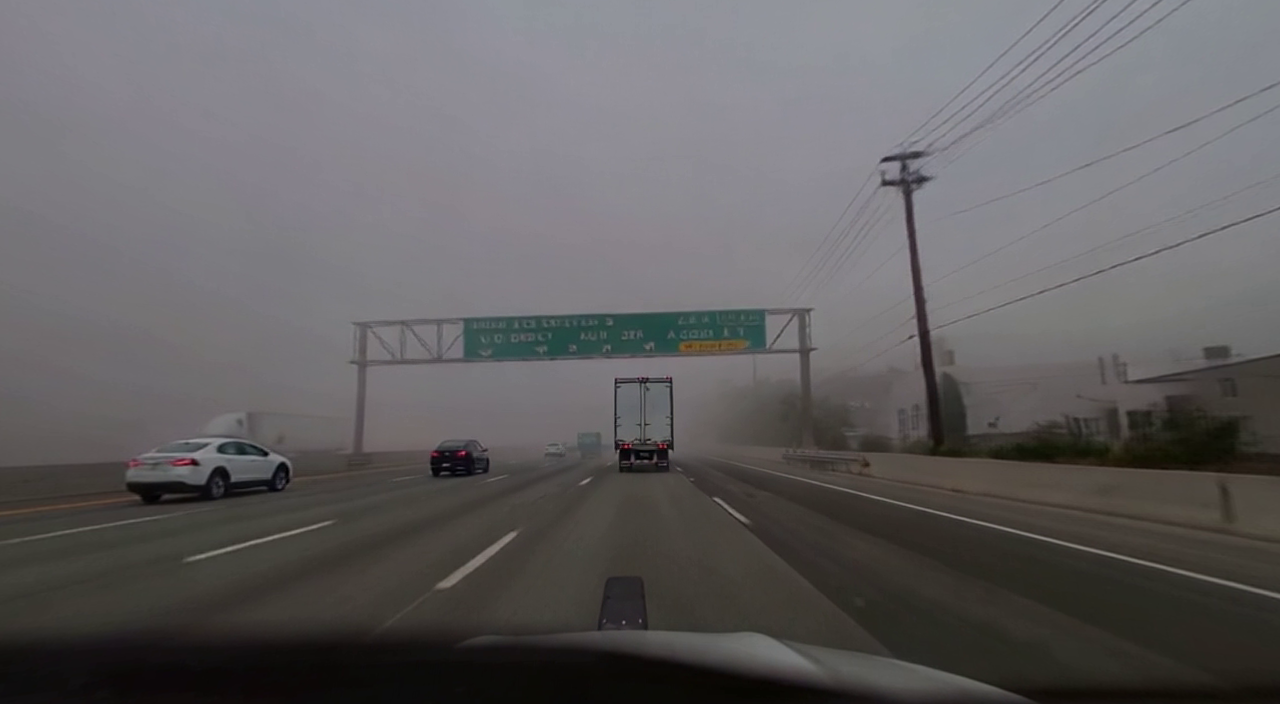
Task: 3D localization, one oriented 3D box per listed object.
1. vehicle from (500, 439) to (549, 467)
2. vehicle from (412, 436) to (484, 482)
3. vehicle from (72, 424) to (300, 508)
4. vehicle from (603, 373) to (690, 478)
[{"bbox_3d":[-6.567,5.807,36.348,1.933,1.459,4.478,0,-9,0],"label":"vehicle"},{"bbox_3d":[-7.021,3.912,23.288,1.736,1.580,2.778,0,-9,0],"label":"vehicle"},{"bbox_3d":[-10.928,2.779,15.790,2.046,1.779,4.752,0,-9,2],"label":"vehicle"},{"bbox_3d":[0.124,3.247,26.626,2.941,3.604,9.851,0,-9,-1],"label":"vehicle"}]
